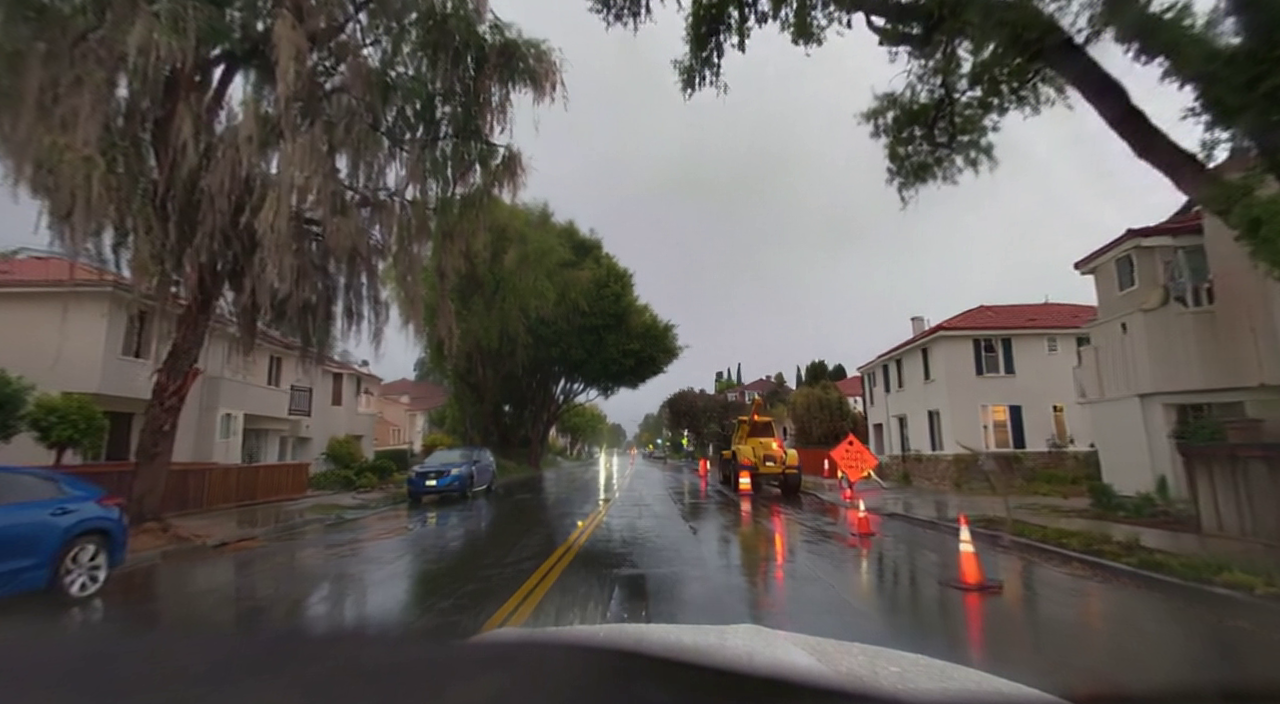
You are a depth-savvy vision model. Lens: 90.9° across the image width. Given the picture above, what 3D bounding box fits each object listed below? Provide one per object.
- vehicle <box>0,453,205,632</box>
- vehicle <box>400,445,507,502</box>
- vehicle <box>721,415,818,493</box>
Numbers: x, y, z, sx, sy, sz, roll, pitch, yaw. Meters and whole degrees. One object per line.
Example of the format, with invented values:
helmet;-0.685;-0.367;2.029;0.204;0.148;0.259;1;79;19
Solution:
vehicle;-6.496;1.667;5.419;1.974;1.479;4.888;0;-8;1
vehicle;-6.431;4.213;22.425;2.220;1.765;4.799;0;-8;1
vehicle;4.644;3.753;23.219;2.501;2.613;3.505;1;-9;-6
